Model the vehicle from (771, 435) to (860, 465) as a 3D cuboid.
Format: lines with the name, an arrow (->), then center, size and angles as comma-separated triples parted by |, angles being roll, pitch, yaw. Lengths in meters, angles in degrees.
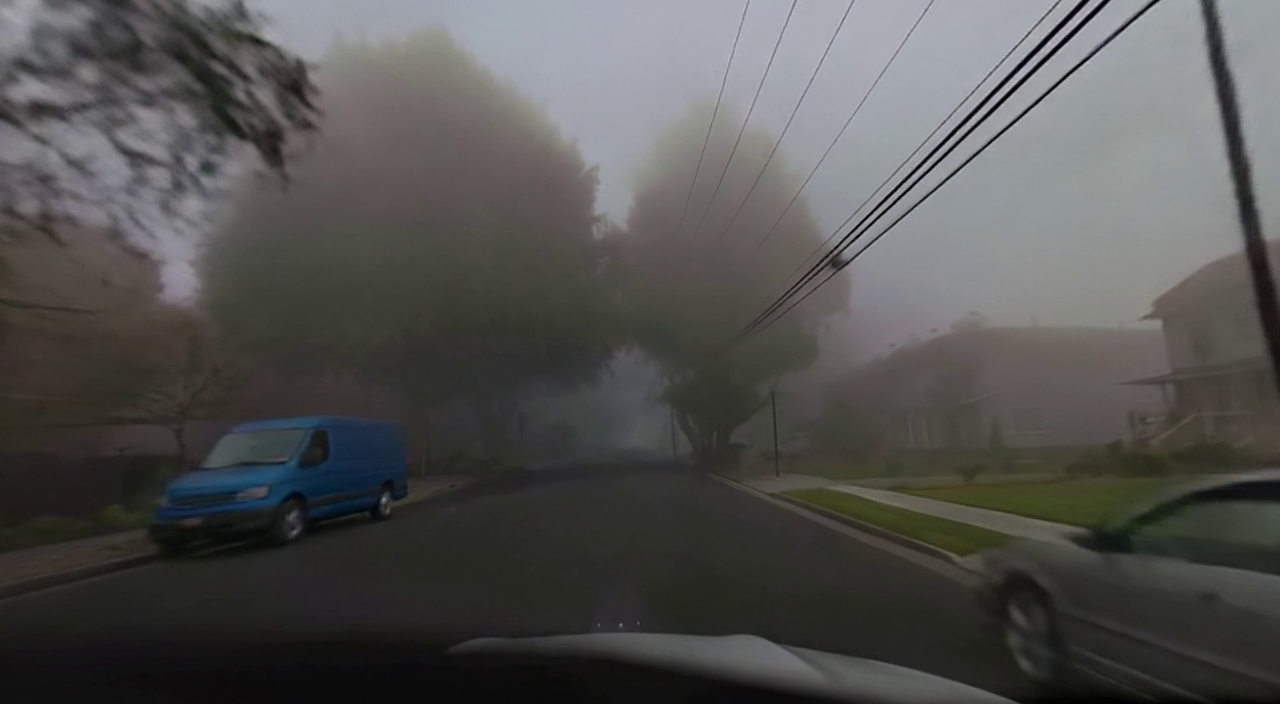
vehicle -> 10.743, 6.035, 38.915 | 4.902, 1.794, 1.975 | -1, -8, 3

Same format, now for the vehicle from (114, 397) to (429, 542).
vehicle -> -5.820, 1.976, 11.090 | 2.263, 1.915, 5.071 | -1, -9, 3

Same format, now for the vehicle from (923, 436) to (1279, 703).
vehicle -> 3.239, 1.067, 2.525 | 1.944, 1.439, 4.500 | 0, -8, -3
